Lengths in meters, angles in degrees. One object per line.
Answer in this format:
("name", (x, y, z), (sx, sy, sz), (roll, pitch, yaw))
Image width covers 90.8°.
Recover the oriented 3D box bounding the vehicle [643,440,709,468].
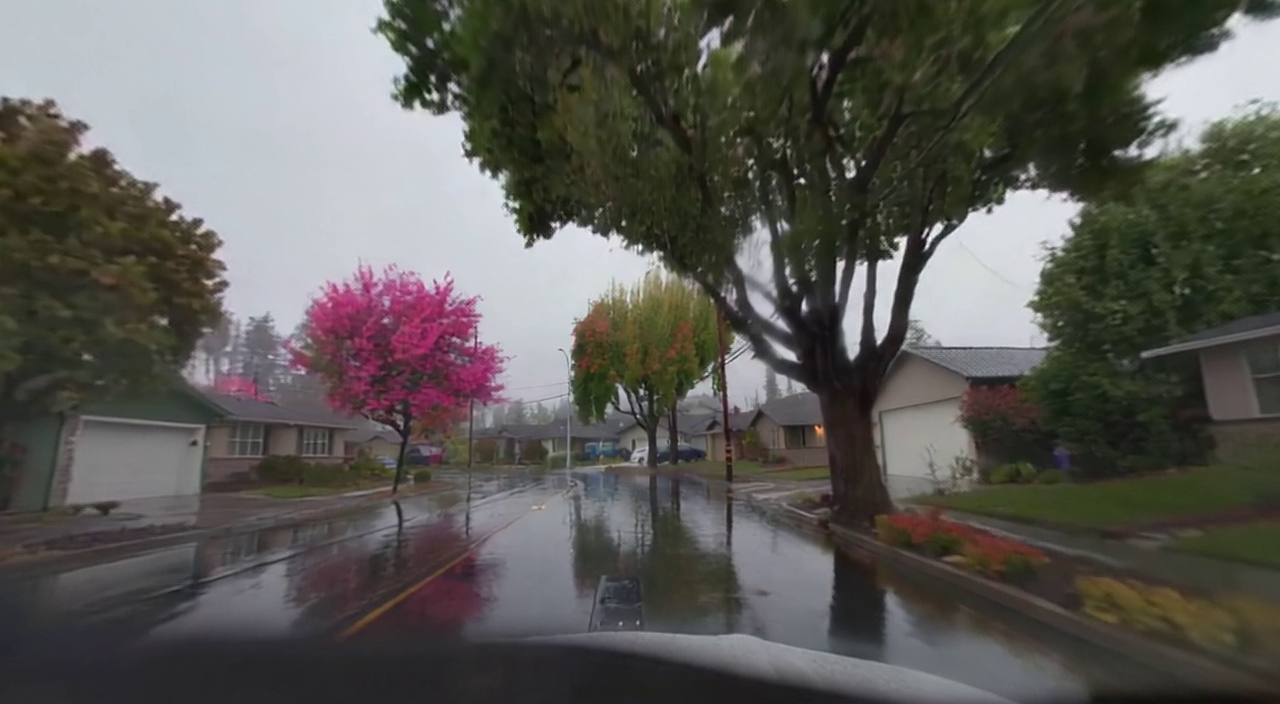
("vehicle", (2.704, 7.611, 47.461), (4.459, 1.738, 1.930), (0, -8, -28))
